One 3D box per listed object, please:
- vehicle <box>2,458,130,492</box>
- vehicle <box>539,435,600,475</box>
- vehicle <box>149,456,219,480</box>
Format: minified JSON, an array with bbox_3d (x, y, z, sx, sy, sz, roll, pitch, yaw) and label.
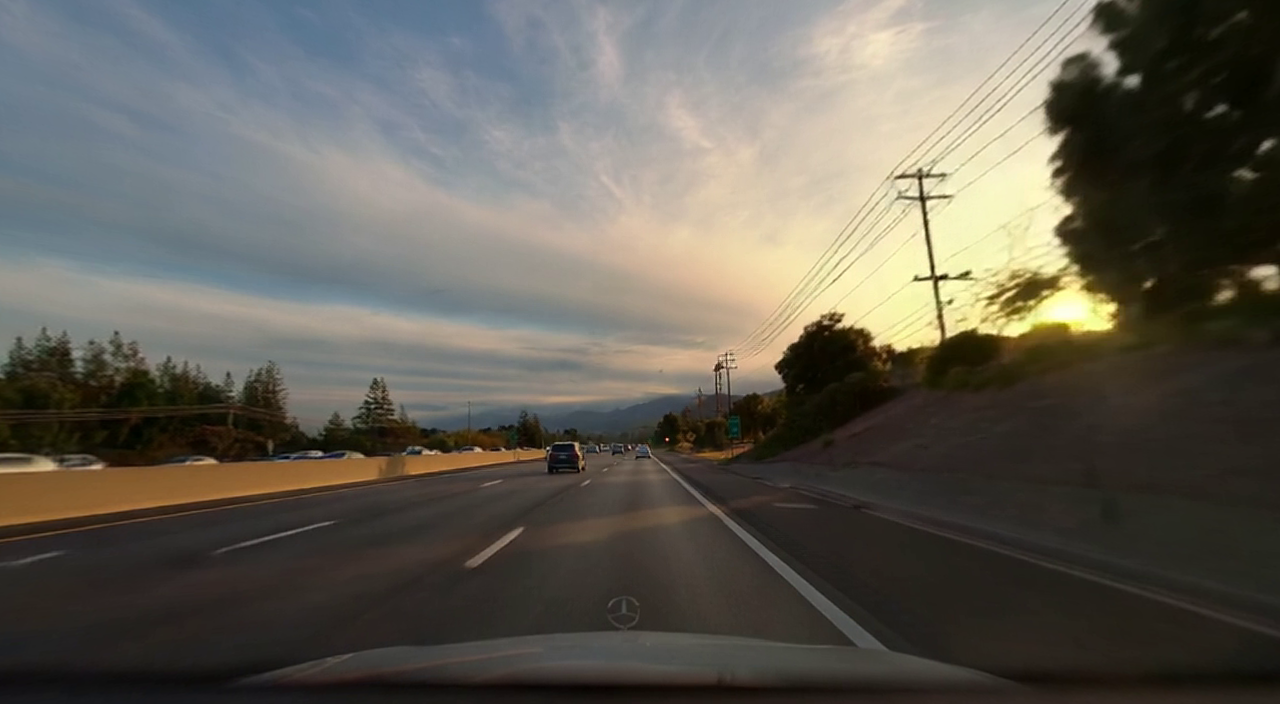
[{"bbox_3d":[-28.497,6.099,31.533,1.860,1.499,4.752,0,-9,1],"label":"vehicle"},{"bbox_3d":[-3.657,5.508,33.808,2.577,1.939,5.408,0,-9,1],"label":"vehicle"},{"bbox_3d":[-34.460,8.735,47.715,1.922,1.659,4.456,0,-9,0],"label":"vehicle"}]
